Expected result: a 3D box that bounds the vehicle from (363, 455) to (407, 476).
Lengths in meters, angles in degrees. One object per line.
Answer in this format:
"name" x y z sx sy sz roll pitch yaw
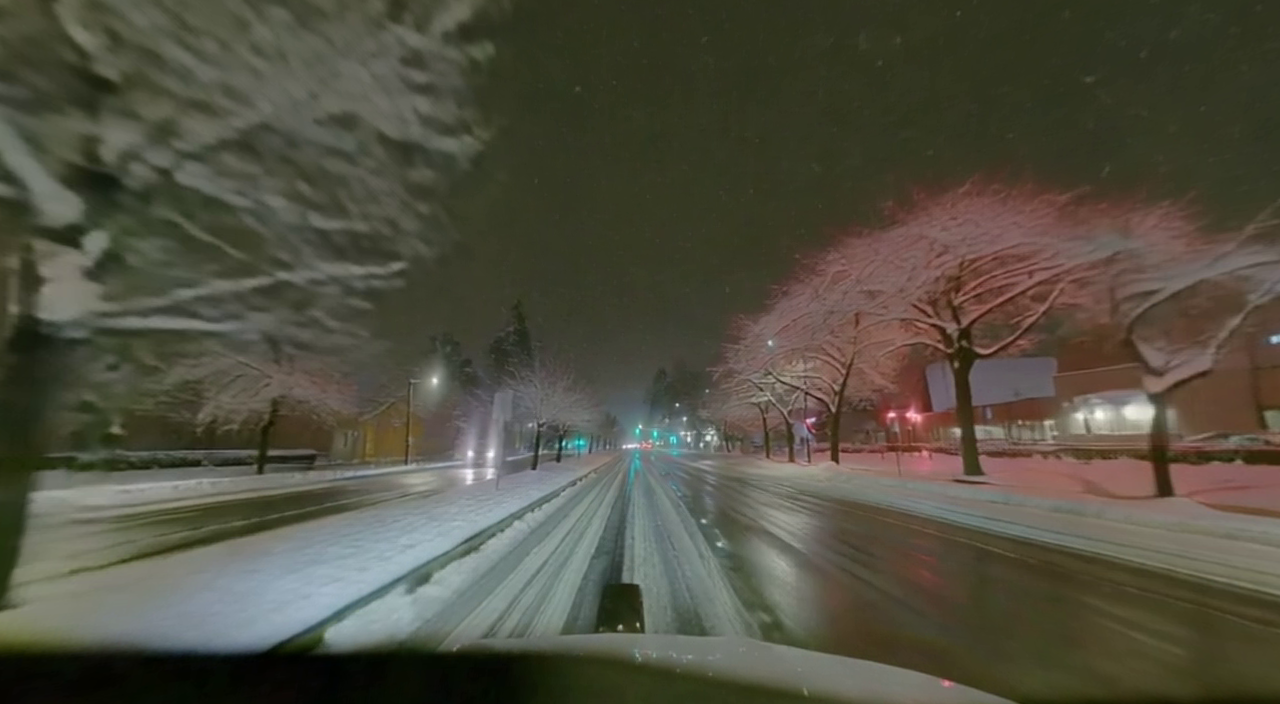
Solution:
"vehicle" -19.846 8.810 49.329 1.855 1.498 3.587 0 -8 1
